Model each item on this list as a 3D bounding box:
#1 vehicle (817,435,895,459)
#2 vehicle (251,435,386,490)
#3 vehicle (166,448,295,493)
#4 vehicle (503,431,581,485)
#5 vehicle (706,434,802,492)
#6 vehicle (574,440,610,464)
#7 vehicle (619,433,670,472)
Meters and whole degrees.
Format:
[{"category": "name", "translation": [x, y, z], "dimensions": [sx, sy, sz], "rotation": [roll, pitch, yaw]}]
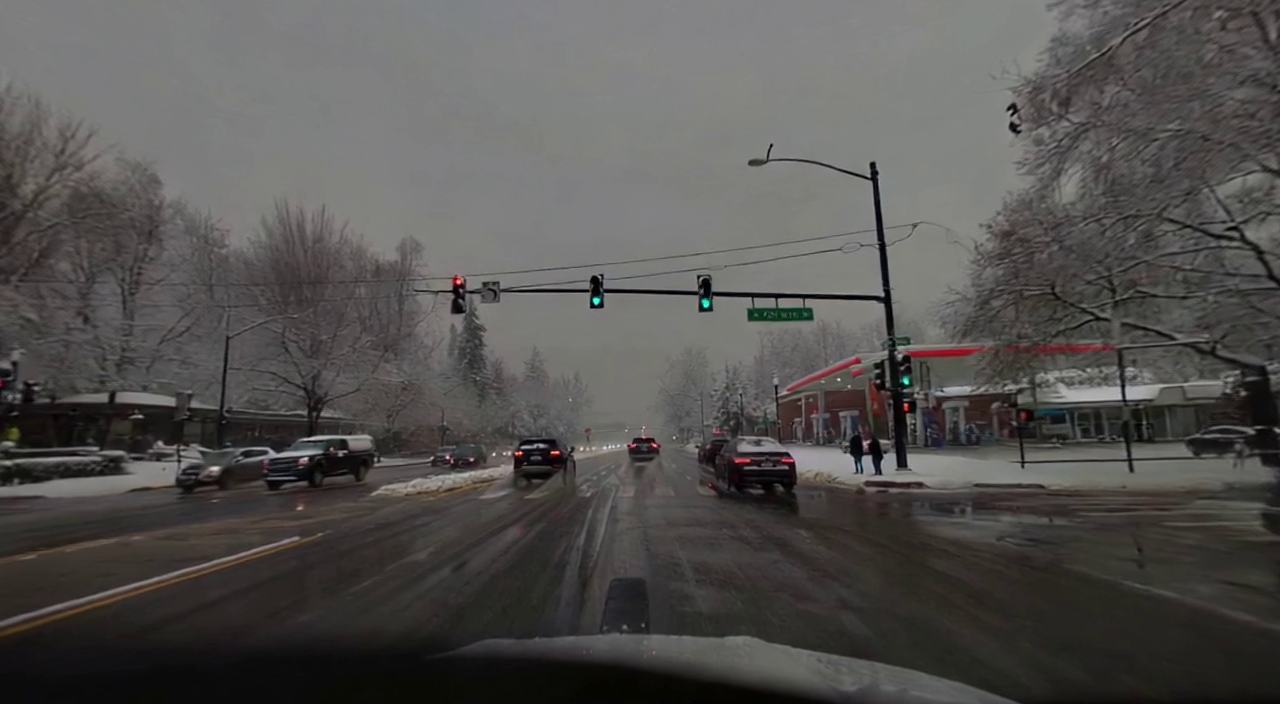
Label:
[{"category": "vehicle", "translation": [15.466, 6.805, 45.157], "dimensions": [4.949, 1.587, 1.860], "rotation": [-5, -10, 30]}, {"category": "vehicle", "translation": [-11.737, 4.043, 23.571], "dimensions": [2.133, 1.788, 5.468], "rotation": [0, -8, 0]}, {"category": "vehicle", "translation": [-15.152, 4.361, 23.651], "dimensions": [2.038, 1.512, 4.072], "rotation": [0, -8, 1]}, {"category": "vehicle", "translation": [-3.219, 3.587, 21.537], "dimensions": [1.988, 1.645, 3.995], "rotation": [0, -8, 1]}, {"category": "vehicle", "translation": [3.239, 3.243, 18.848], "dimensions": [1.919, 1.502, 4.572], "rotation": [0, -8, -1]}, {"category": "vehicle", "translation": [-3.066, 6.494, 41.217], "dimensions": [1.901, 1.483, 4.372], "rotation": [0, -8, 1]}, {"category": "vehicle", "translation": [0.201, 4.685, 29.555], "dimensions": [2.192, 1.674, 4.124], "rotation": [0, -8, 0]}]
